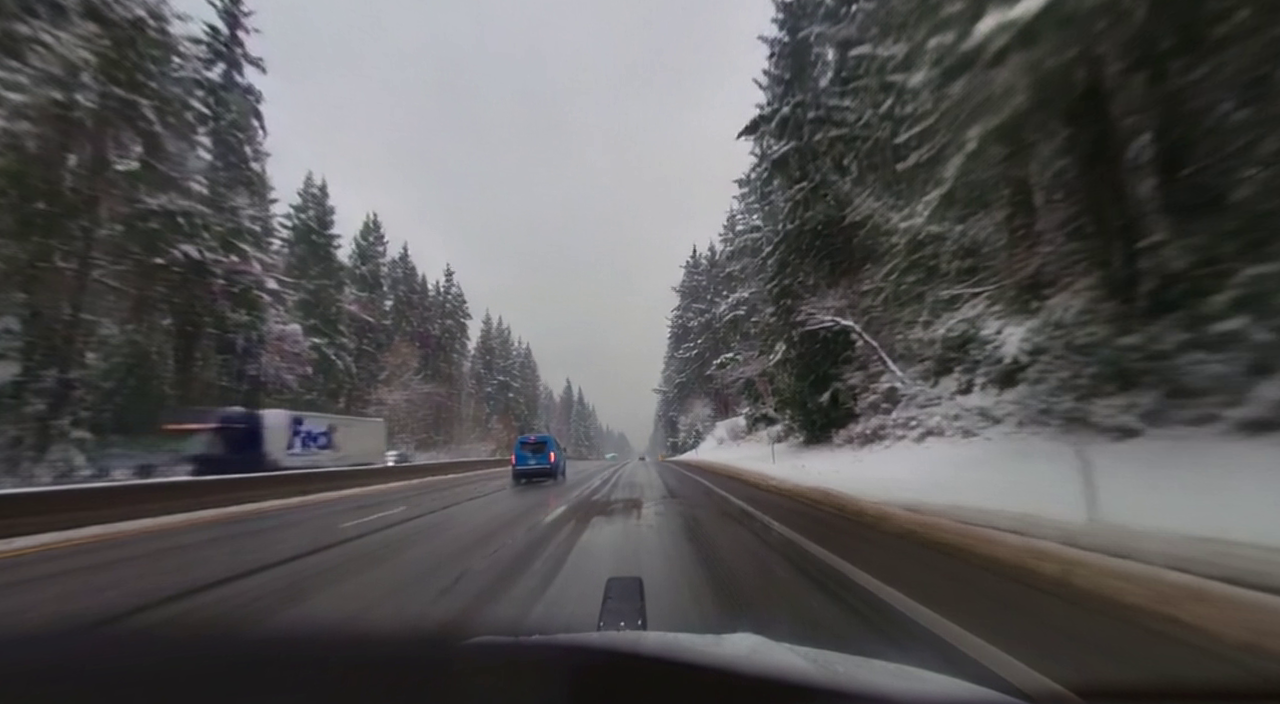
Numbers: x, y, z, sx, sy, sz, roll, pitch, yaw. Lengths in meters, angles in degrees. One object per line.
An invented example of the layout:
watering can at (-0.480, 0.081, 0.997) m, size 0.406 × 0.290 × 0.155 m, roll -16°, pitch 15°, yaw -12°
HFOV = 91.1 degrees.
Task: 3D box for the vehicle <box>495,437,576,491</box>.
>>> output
vehicle at (-3.672, 4.012, 22.932) m, size 2.084 × 1.752 × 4.479 m, roll 0°, pitch -9°, yaw 2°

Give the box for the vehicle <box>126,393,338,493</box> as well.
vehicle at (-17.718, 4.152, 28.496) m, size 3.218 × 3.782 × 9.130 m, roll 0°, pitch -9°, yaw 1°
